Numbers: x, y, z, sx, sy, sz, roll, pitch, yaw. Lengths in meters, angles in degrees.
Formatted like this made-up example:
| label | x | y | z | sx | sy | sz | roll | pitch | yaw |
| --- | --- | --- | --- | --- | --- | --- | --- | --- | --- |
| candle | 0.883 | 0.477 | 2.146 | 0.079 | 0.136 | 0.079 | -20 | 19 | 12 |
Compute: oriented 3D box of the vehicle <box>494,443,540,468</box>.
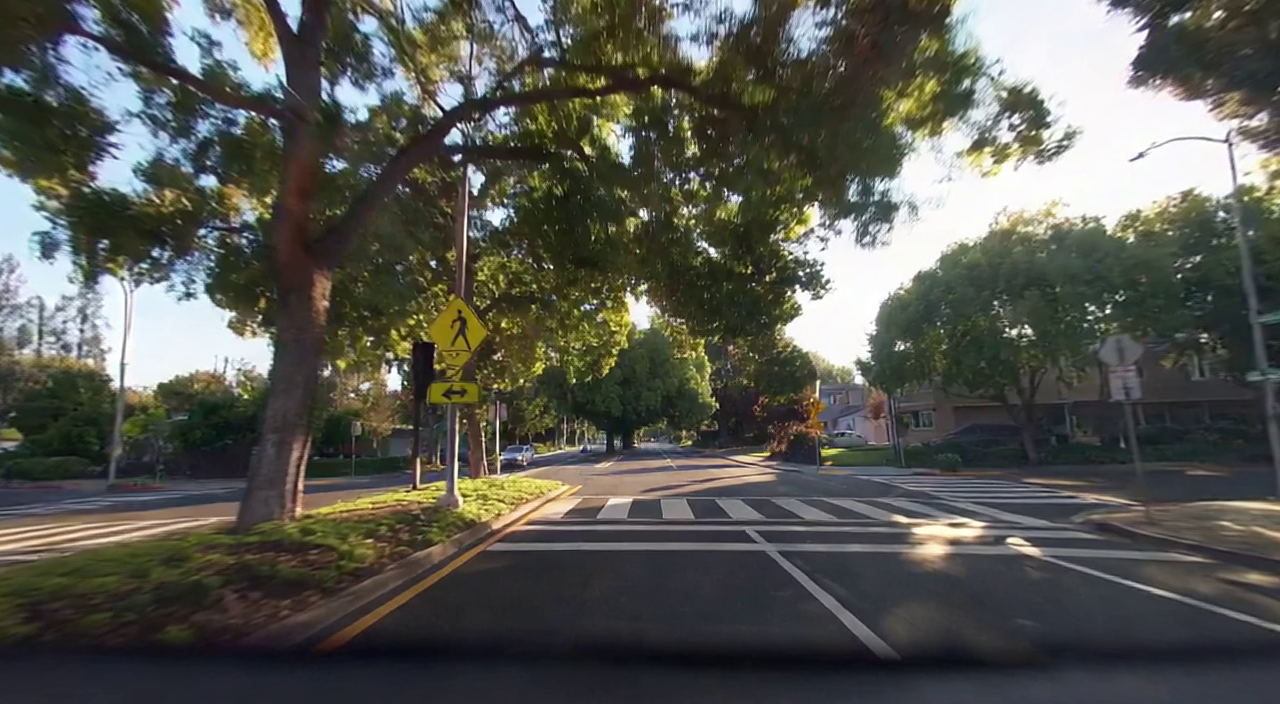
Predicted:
| label | x | y | z | sx | sy | sz | roll | pitch | yaw |
| --- | --- | --- | --- | --- | --- | --- | --- | --- | --- |
| vehicle | -7.720 | 6.495 | 39.885 | 1.900 | 1.472 | 4.574 | 0 | -8 | 2 |
